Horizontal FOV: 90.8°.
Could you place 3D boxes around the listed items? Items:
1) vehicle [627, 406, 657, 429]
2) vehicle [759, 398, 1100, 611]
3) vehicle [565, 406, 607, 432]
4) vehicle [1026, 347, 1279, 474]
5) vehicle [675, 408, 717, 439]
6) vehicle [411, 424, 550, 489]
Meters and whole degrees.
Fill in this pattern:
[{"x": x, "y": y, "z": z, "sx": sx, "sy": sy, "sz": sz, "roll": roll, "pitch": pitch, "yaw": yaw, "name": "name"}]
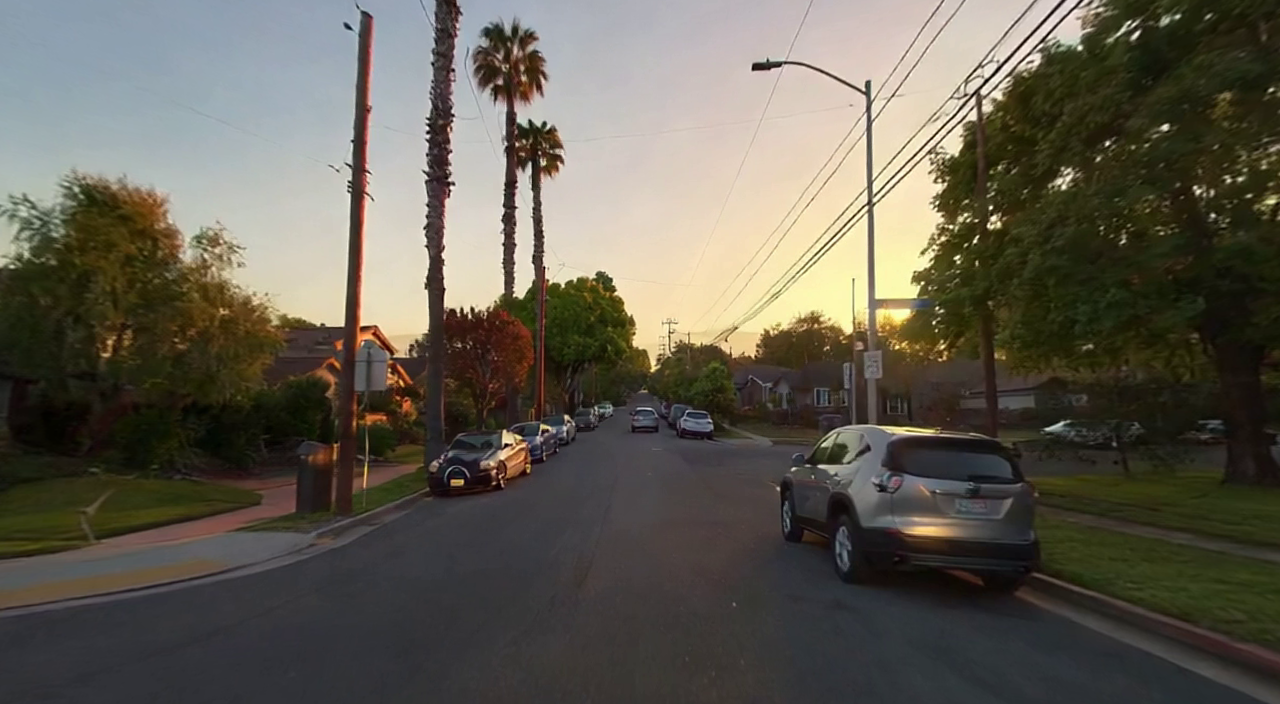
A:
[{"x": 0.119, "y": 4.834, "z": 45.973, "sx": 2.081, "sy": 1.483, "sz": 4.599, "roll": 0, "pitch": -8, "yaw": 0, "name": "vehicle"}, {"x": 2.768, "y": 1.573, "z": 7.538, "sx": 1.895, "sy": 1.680, "sz": 4.842, "roll": 0, "pitch": -8, "yaw": 2, "name": "vehicle"}, {"x": -3.690, "y": 4.778, "z": 44.509, "sx": 2.130, "sy": 1.543, "sz": 5.386, "roll": -1, "pitch": -8, "yaw": 4, "name": "vehicle"}, {"x": 10.775, "y": 1.322, "z": 12.857, "sx": 2.302, "sy": 2.005, "sz": 5.819, "roll": -1, "pitch": -8, "yaw": 2, "name": "vehicle"}, {"x": 3.173, "y": 4.200, "z": 36.625, "sx": 2.060, "sy": 1.614, "sz": 4.652, "roll": 0, "pitch": -8, "yaw": 0, "name": "vehicle"}, {"x": -4.072, "y": 2.819, "z": 17.391, "sx": 2.157, "sy": 1.487, "sz": 5.718, "roll": -1, "pitch": -8, "yaw": 2, "name": "vehicle"}]
